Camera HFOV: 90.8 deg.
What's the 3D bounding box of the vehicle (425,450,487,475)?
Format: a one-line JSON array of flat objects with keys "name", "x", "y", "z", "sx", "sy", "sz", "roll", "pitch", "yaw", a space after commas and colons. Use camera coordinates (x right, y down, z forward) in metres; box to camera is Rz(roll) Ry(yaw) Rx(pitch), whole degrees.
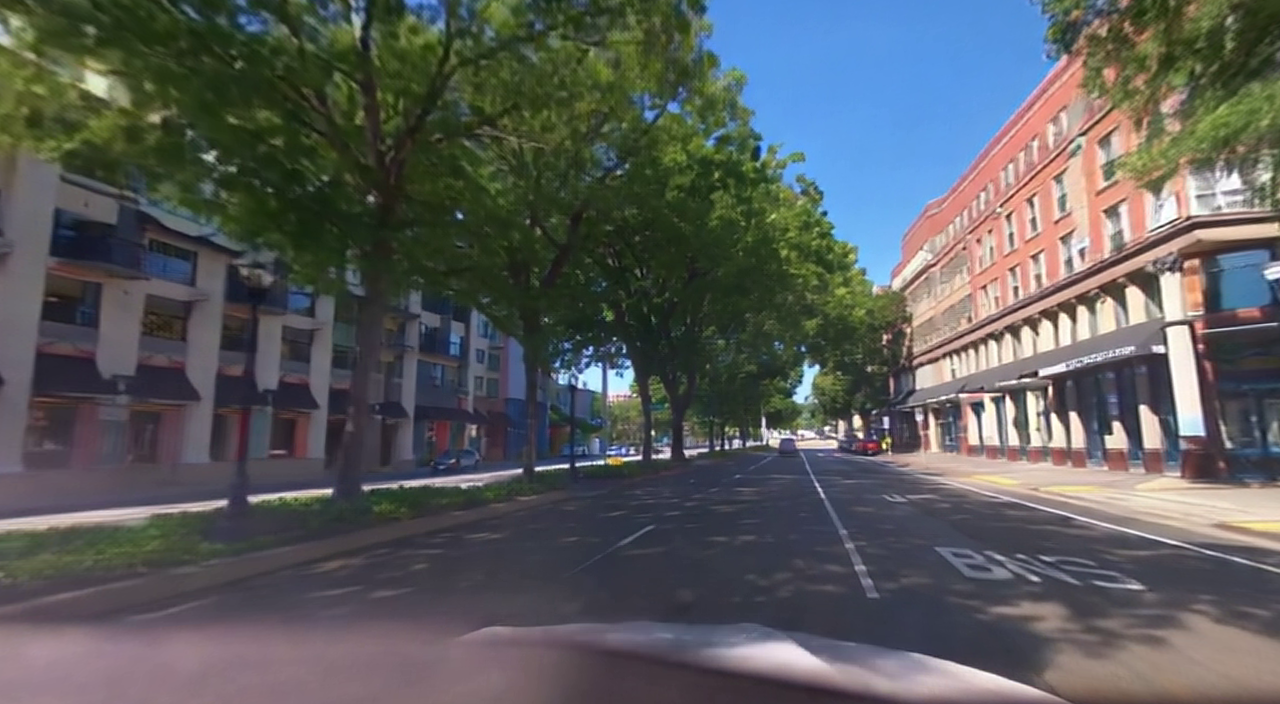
[{"name": "vehicle", "x": -11.748, "y": 7.052, "z": 40.657, "sx": 1.840, "sy": 1.440, "sz": 4.442, "roll": -4, "pitch": -9, "yaw": 15}]
